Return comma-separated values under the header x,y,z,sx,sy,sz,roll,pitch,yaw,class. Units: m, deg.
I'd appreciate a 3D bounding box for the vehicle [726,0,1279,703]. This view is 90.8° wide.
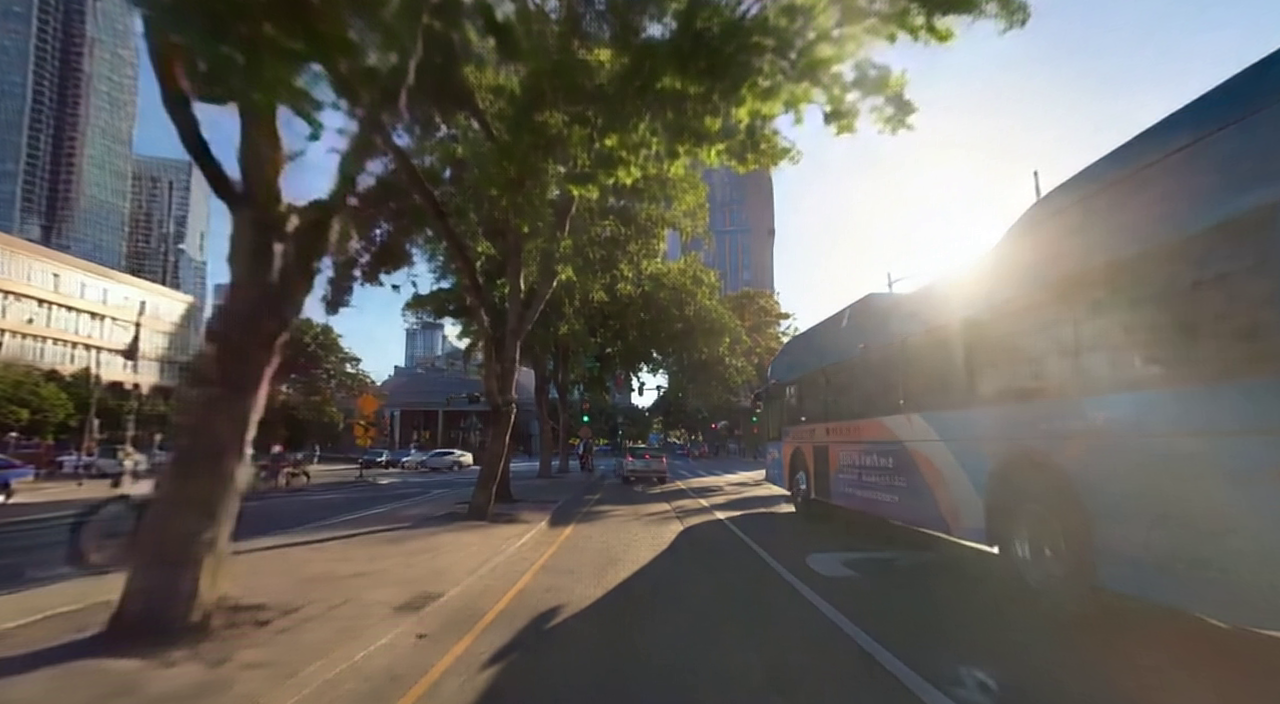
x,y,z,sx,sy,sz,roll,pitch,yaw,class
3.354,0.226,5.258,3.250,3.731,13.693,0,-8,0,vehicle

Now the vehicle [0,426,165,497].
x,y,z,sx,sy,sz,roll,pitch,yaw,class
-29.727,5.439,31.637,9.150,3.310,2.988,6,-11,-38,vehicle

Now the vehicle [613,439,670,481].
x,y,z,sx,sy,sz,roll,pitch,yaw,class
-0.031,4.352,25.769,2.123,1.544,4.158,0,-8,-3,vehicle

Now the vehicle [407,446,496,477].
x,y,z,sx,sy,sz,roll,pitch,yaw,class
-10.377,5.983,34.833,4.417,1.490,1.816,3,-9,-28,vehicle
